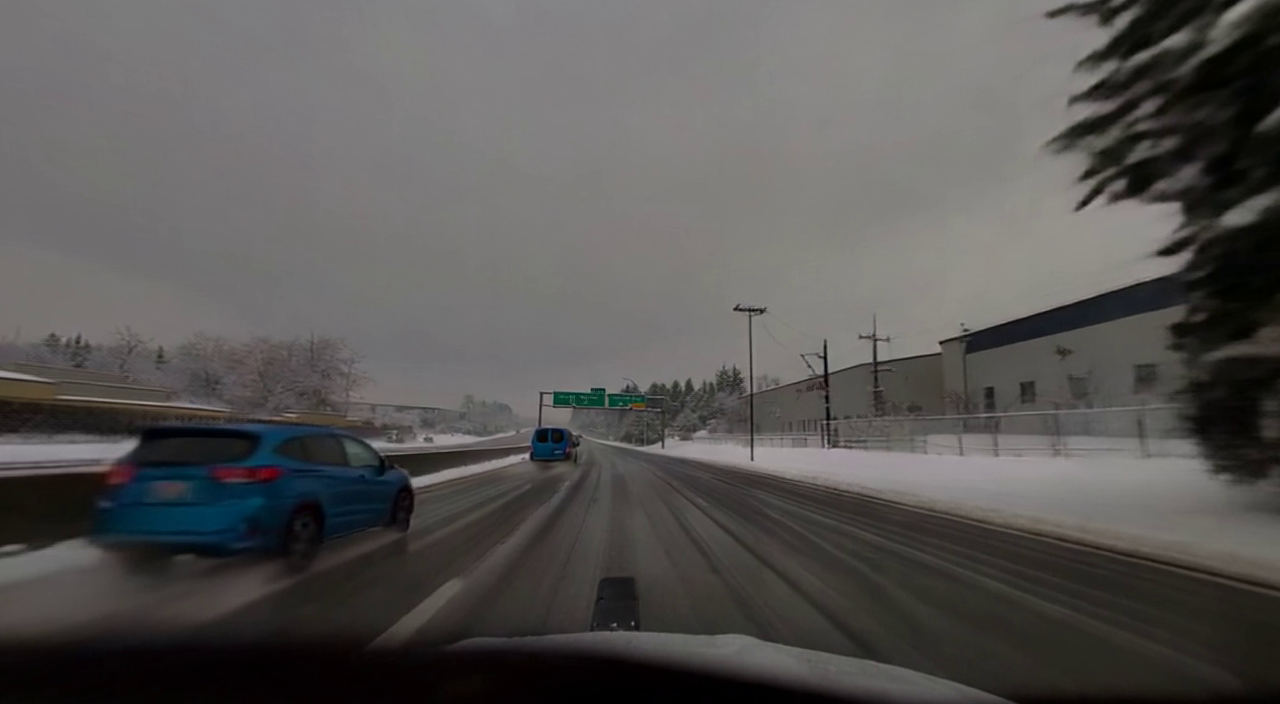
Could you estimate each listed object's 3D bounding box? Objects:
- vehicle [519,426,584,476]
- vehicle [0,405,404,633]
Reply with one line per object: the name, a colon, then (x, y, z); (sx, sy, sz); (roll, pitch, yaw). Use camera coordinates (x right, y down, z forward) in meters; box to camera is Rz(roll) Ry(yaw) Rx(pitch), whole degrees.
vehicle: (-3.682, 4.217, 27.045); (2.260, 1.901, 4.665); (0, -8, -1)
vehicle: (-4.217, 1.451, 6.489); (2.045, 1.547, 4.162); (0, -8, -2)
